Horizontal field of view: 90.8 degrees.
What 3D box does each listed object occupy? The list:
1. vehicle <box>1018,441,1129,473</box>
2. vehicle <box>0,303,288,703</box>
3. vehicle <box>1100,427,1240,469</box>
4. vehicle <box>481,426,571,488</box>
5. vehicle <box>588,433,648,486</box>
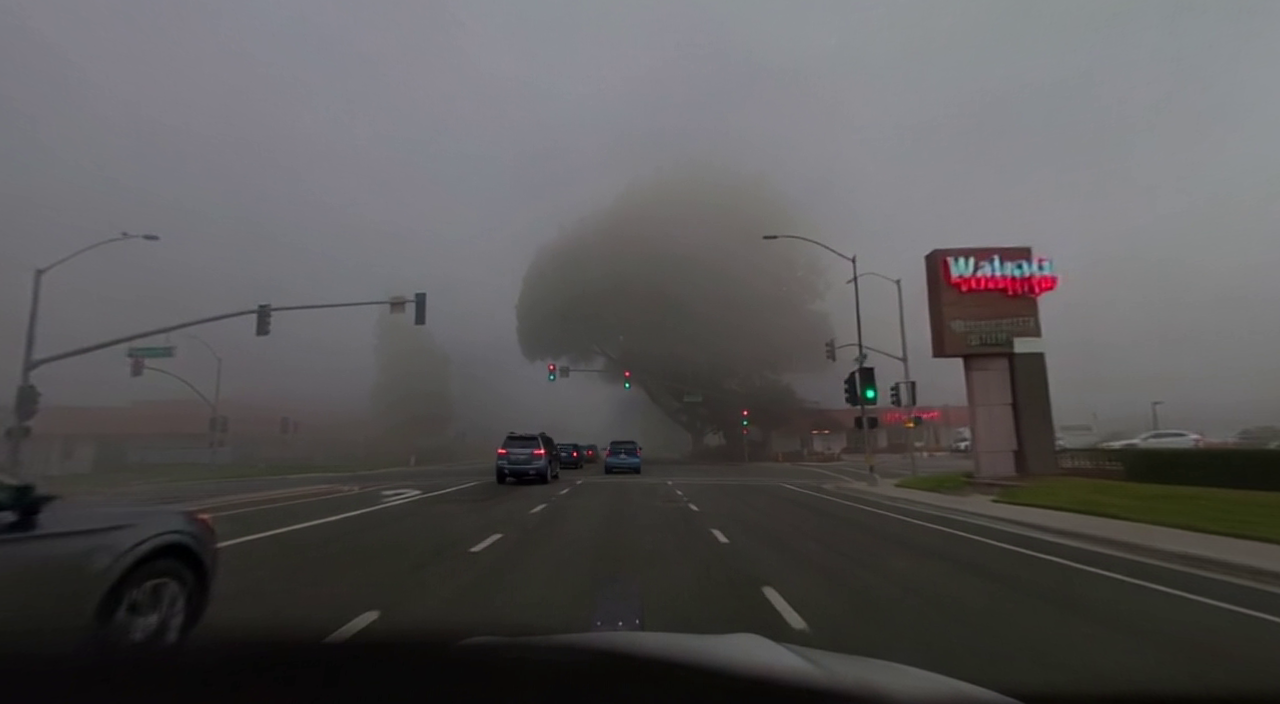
[{"bbox_3d":[21.659,5.250,31.683,4.317,1.430,1.782,-1,-8,-5],"label":"vehicle"},{"bbox_3d":[-3.657,0.683,2.039,2.159,1.877,4.925,0,-9,0],"label":"vehicle"},{"bbox_3d":[26.610,4.849,31.867,5.039,1.877,2.076,-2,-8,0],"label":"vehicle"},{"bbox_3d":[-4.001,3.814,23.251,2.252,1.999,5.605,0,-8,0],"label":"vehicle"},{"bbox_3d":[-0.789,4.008,23.866,2.061,1.809,4.141,0,-8,0],"label":"vehicle"}]
